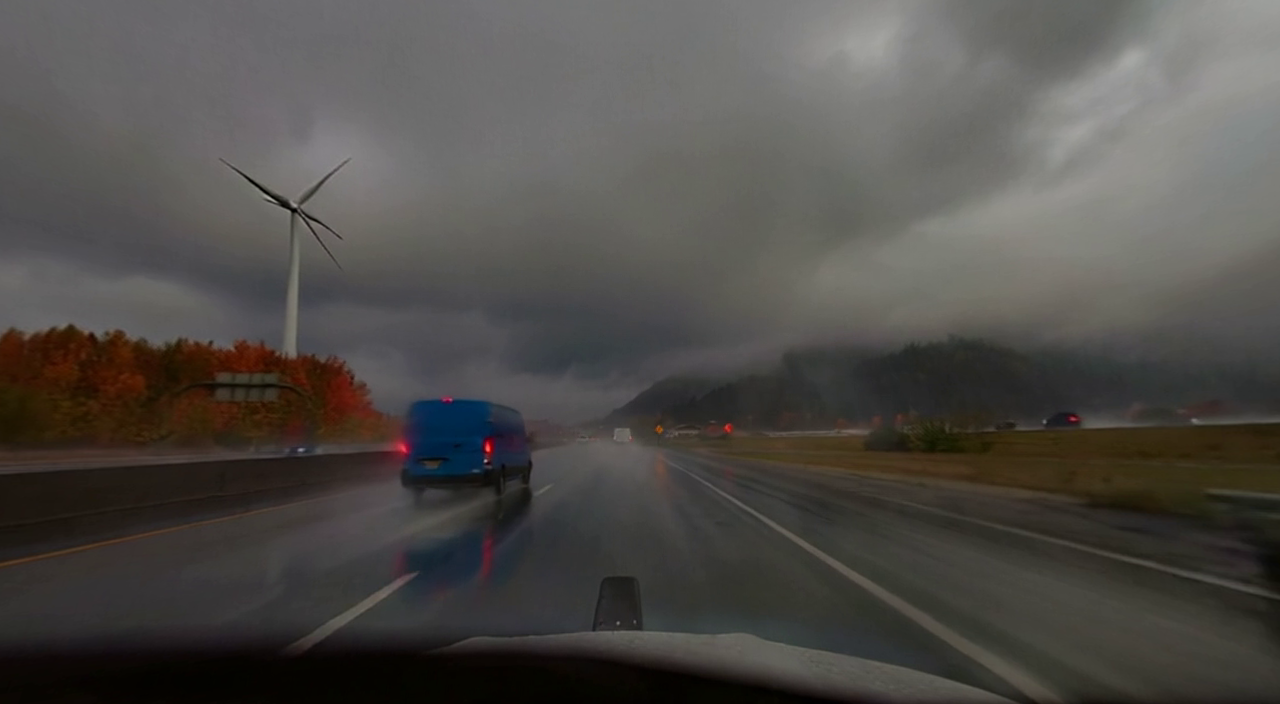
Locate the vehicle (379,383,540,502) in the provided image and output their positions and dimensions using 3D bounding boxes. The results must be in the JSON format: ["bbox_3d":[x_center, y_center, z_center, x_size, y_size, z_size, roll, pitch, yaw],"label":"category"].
[{"bbox_3d":[-3.939,2.110,14.931,2.303,2.323,5.089,0,-8,0],"label":"vehicle"}]
